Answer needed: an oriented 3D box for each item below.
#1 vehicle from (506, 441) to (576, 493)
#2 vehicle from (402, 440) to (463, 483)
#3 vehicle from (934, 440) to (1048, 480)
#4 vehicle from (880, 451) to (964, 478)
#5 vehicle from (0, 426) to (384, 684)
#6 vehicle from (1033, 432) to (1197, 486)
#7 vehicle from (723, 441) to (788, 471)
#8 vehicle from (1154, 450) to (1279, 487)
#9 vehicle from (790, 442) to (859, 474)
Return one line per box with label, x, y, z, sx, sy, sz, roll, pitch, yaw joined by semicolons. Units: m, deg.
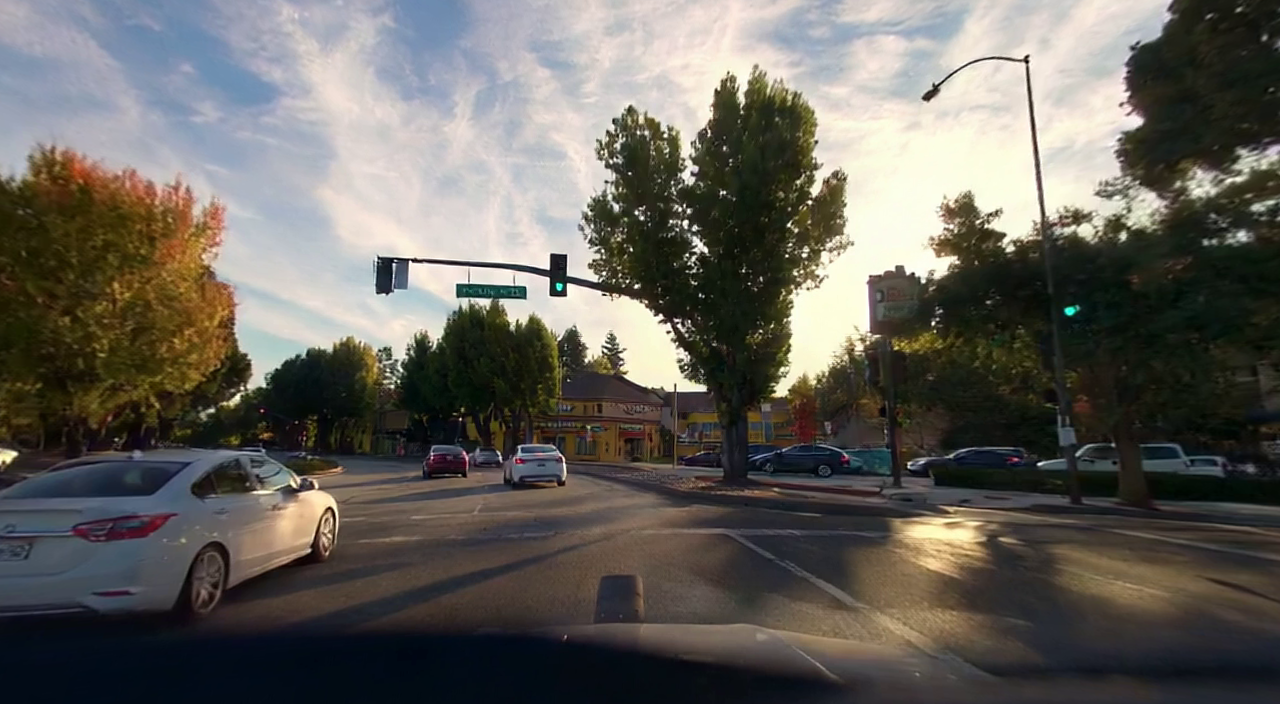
vehicle;-3.368;3.716;20.809;2.001;1.483;4.442;2;-9;-12
vehicle;-8.393;4.437;25.794;2.042;1.593;3.956;2;-9;-14
vehicle;14.993;4.596;27.218;1.921;1.560;4.676;1;-8;-5
vehicle;15.429;6.169;34.542;3.800;1.369;1.759;2;-9;-11
vehicle;-4.431;1.532;6.099;2.105;1.477;4.857;0;-8;-3
vehicle;18.050;4.088;24.374;1.865;1.827;5.352;1;-8;-5
vehicle;6.019;5.498;33.512;1.919;1.489;4.889;1;-9;-8
vehicle;25.107;5.037;27.379;4.050;1.481;1.853;1;-9;-9
vehicle;9.088;5.251;31.350;1.762;1.453;3.976;1;-8;-8
